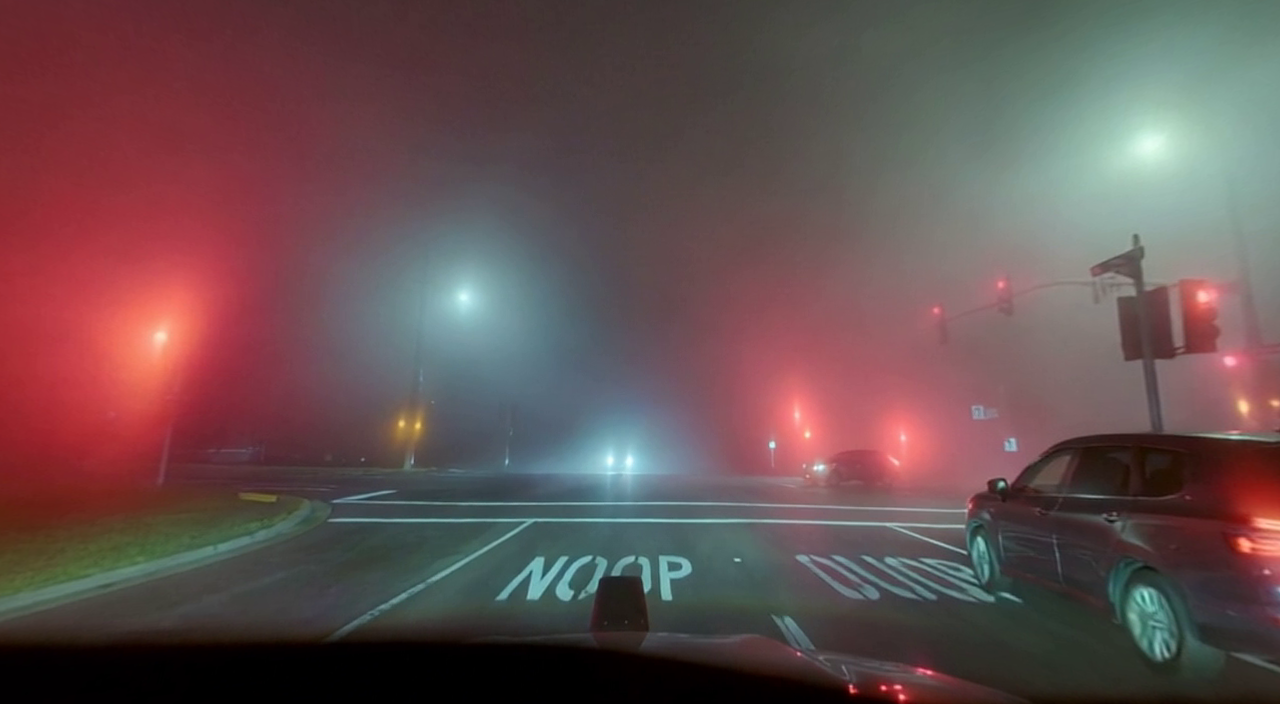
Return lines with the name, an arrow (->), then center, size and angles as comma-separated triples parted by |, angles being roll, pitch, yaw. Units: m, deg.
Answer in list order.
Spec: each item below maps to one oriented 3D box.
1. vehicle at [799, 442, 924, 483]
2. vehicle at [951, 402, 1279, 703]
vehicle -> 9.630, 4.781, 27.567 | 4.715, 1.671, 2.030 | 1, -9, -10
vehicle -> 3.957, 1.177, 3.834 | 2.036, 1.583, 4.911 | -1, -8, 6
